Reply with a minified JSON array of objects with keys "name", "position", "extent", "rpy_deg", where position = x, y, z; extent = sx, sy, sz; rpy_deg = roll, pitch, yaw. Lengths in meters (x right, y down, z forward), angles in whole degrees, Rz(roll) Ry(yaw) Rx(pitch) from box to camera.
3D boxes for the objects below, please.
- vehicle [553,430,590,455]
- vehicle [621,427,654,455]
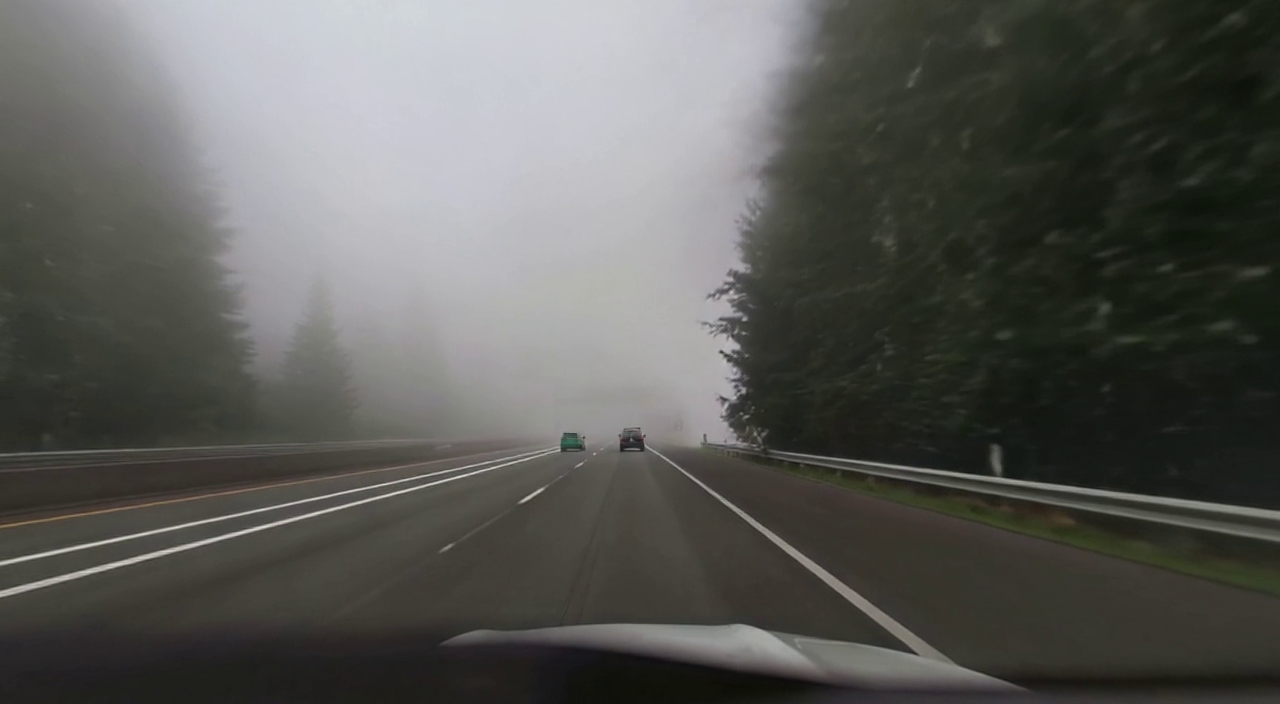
[{"name":"vehicle","position":[-4.542,6.082,42.475],"extent":[2.055,1.610,4.116],"rpy_deg":[0,-8,0]},{"name":"vehicle","position":[-0.210,6.052,42.905],"extent":[2.170,1.790,4.490],"rpy_deg":[0,-8,-1]}]
